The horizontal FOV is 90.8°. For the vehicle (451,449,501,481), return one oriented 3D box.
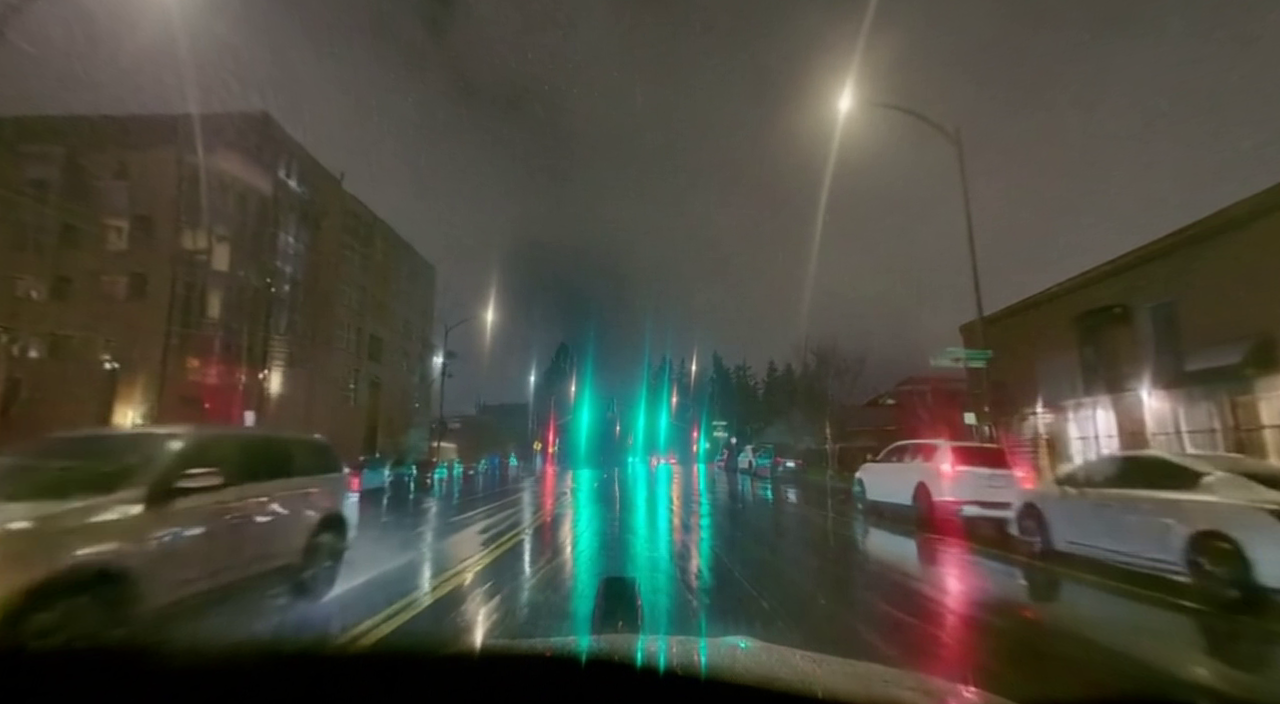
[{"bbox_3d":[-9.867,6.788,38.245,1.890,1.718,4.309,0,-8,0],"label":"vehicle"}]

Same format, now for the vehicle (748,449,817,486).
[{"bbox_3d":[6.255,5.105,28.309,1.902,1.484,4.714,0,-8,-2],"label":"vehicle"}]

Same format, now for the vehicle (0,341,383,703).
[{"bbox_3d":[-3.443,1.045,3.872,1.980,1.718,4.120,0,-8,0],"label":"vehicle"}]

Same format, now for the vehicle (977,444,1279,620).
[{"bbox_3d":[6.330,1.869,7.661,1.966,1.472,4.363,0,-8,-1],"label":"vehicle"}]

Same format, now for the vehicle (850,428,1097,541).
[{"bbox_3d":[6.057,2.440,12.407,1.996,1.751,4.882,0,-8,-3],"label":"vehicle"}]
